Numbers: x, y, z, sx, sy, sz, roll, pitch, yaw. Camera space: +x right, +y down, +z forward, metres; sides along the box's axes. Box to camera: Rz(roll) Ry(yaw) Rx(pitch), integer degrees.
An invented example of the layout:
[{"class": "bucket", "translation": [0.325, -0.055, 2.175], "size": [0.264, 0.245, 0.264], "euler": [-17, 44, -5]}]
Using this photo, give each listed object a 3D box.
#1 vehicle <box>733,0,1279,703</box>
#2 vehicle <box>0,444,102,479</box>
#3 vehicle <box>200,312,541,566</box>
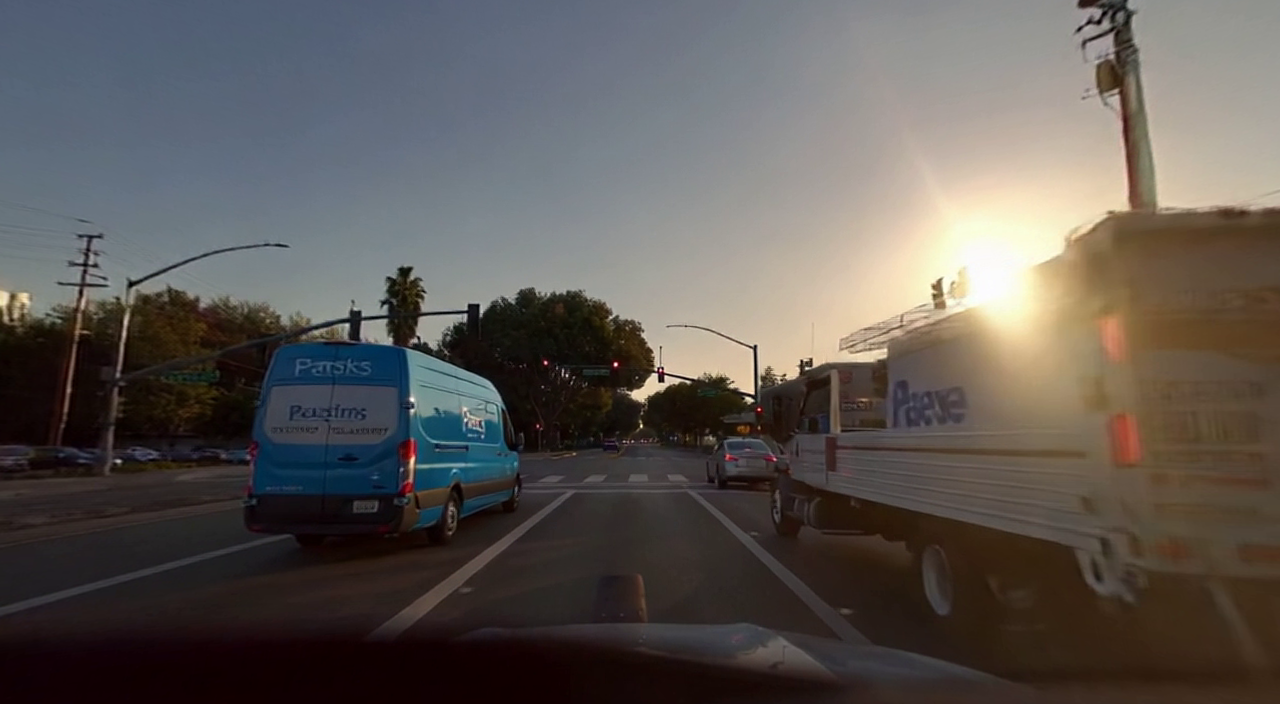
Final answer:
[{"class": "vehicle", "translation": [3.198, 0.545, 6.695], "size": [2.861, 3.525, 9.858], "euler": [0, -9, 0]}, {"class": "vehicle", "translation": [-30.996, 5.579, 32.357], "size": [4.811, 1.675, 1.875], "euler": [5, -10, -31]}, {"class": "vehicle", "translation": [-3.447, 1.415, 10.211], "size": [2.443, 2.784, 6.493], "euler": [0, -9, 2]}]
